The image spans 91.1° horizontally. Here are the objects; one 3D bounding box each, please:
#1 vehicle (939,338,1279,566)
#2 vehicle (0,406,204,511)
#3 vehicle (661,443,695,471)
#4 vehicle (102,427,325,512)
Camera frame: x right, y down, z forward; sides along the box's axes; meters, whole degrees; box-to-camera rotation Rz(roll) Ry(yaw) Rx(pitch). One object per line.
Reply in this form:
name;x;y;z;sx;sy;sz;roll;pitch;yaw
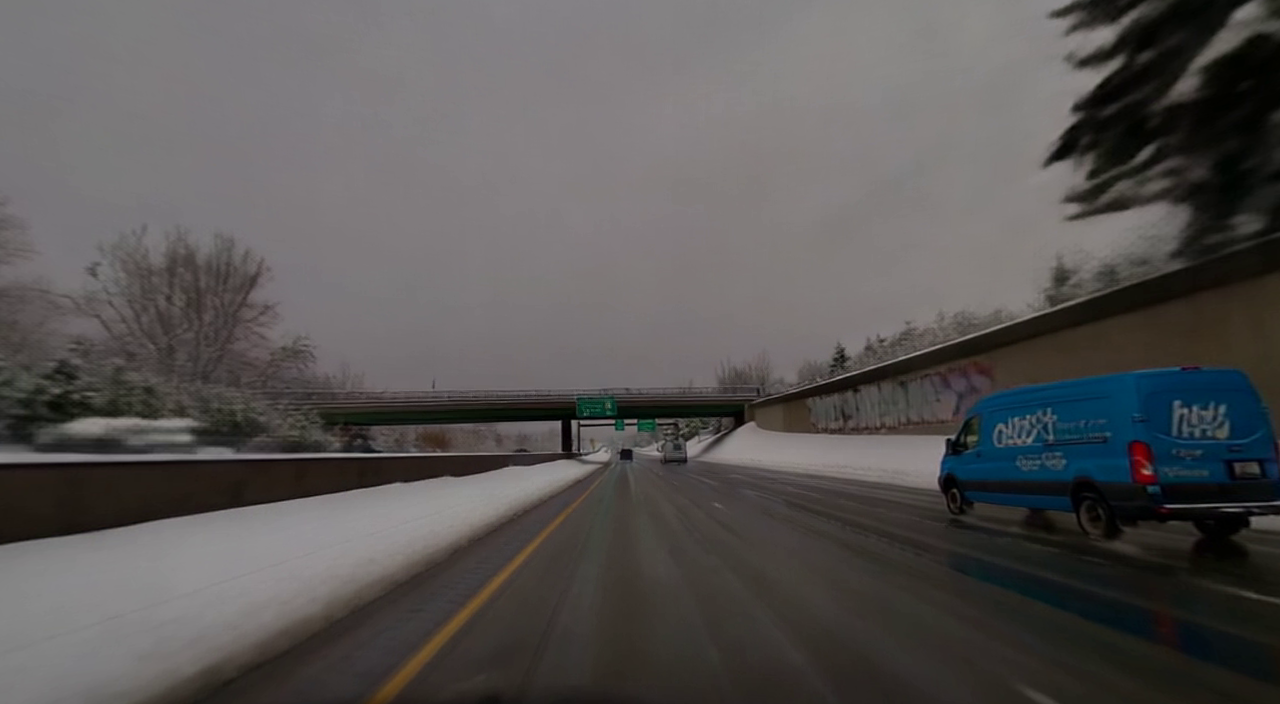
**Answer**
vehicle;7.481;1.570;10.194;2.283;2.631;5.719;0;-9;-1
vehicle;-15.198;2.826;16.977;2.397;2.304;6.142;0;-9;0
vehicle;2.714;7.731;46.433;2.007;1.943;5.010;0;-9;-2
vehicle;-9.900;2.764;15.223;2.064;1.700;4.696;0;-9;0
